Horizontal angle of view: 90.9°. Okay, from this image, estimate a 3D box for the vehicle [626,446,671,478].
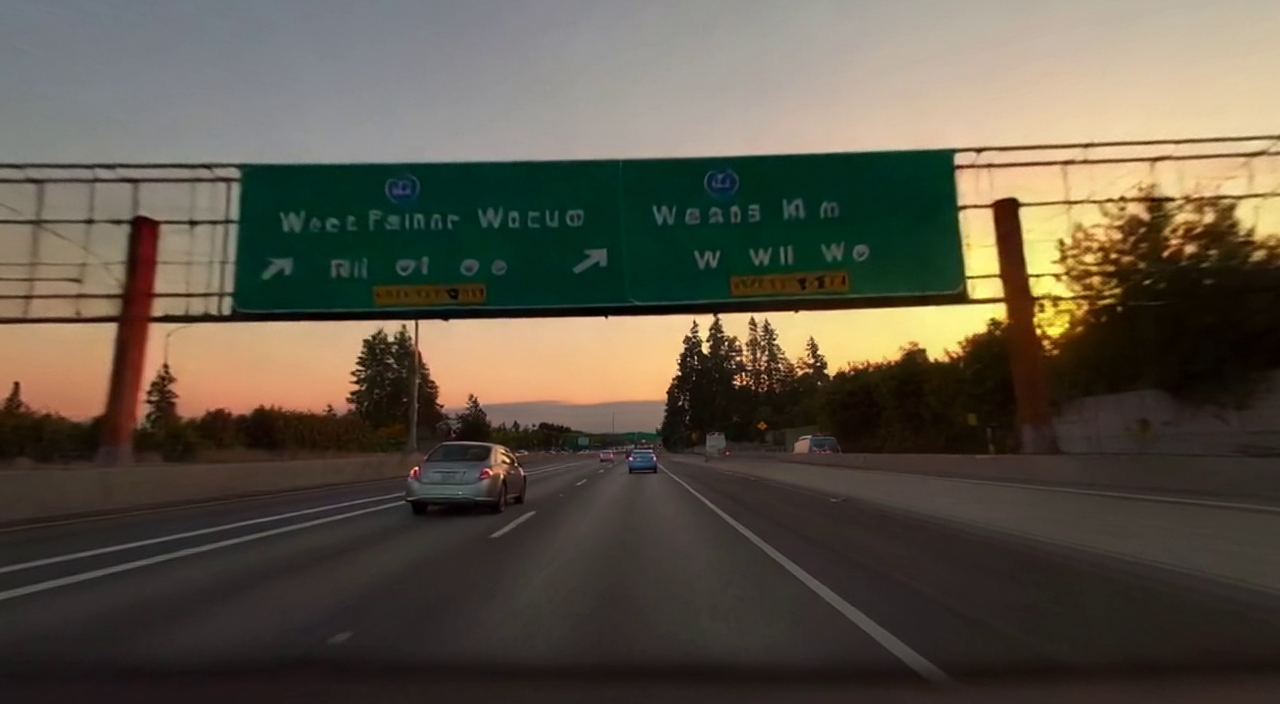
[{"bbox_3d":[0.364,5.230,30.137,2.002,1.449,3.612,0,-9,-1],"label":"vehicle"}]

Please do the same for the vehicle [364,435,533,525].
[{"bbox_3d":[-3.554,2.470,12.644,2.062,1.474,4.151,0,-9,0],"label":"vehicle"}]
